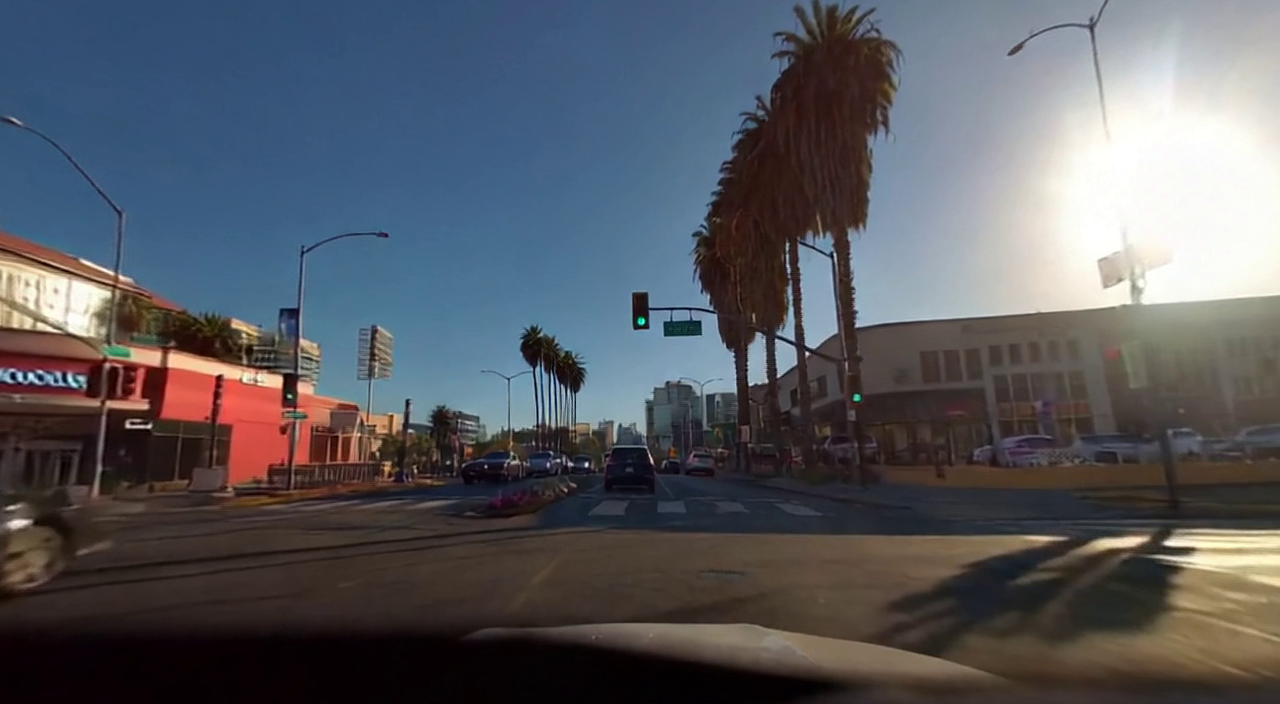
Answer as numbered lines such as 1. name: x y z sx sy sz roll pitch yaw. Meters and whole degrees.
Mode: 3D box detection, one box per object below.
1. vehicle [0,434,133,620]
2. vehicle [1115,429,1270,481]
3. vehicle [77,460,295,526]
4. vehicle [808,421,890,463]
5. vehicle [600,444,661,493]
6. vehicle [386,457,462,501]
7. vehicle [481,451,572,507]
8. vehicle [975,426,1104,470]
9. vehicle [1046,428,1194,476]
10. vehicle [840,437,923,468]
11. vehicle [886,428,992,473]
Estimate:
1. vehicle: -6.273 1.278 4.138 2.032 1.508 4.661 0 -9 0
2. vehicle: 19.488 3.610 22.546 1.865 1.473 3.989 0 -4 -3
3. vehicle: -12.335 3.770 17.444 2.002 1.470 4.388 -8 -12 38
4. vehicle: 11.632 5.176 35.670 2.652 2.045 5.359 -3 -10 -1
5. vehicle: -0.395 4.732 26.003 2.264 1.798 4.531 0 -9 -1
6. vehicle: -9.163 5.381 27.081 1.866 1.541 3.953 -4 -9 -1
7. vehicle: -3.333 3.821 19.409 1.921 1.491 4.332 -1 -9 1
8. vehicle: 14.390 3.544 23.123 1.797 1.443 4.451 0 -10 0
9. vehicle: 16.910 3.537 22.599 1.850 1.509 4.297 0 -8 -1
10. vehicle: 11.641 4.942 30.811 2.598 1.299 3.611 -1 -11 0
11. vehicle: 11.689 3.995 25.137 1.899 1.550 4.531 -1 -11 -1
